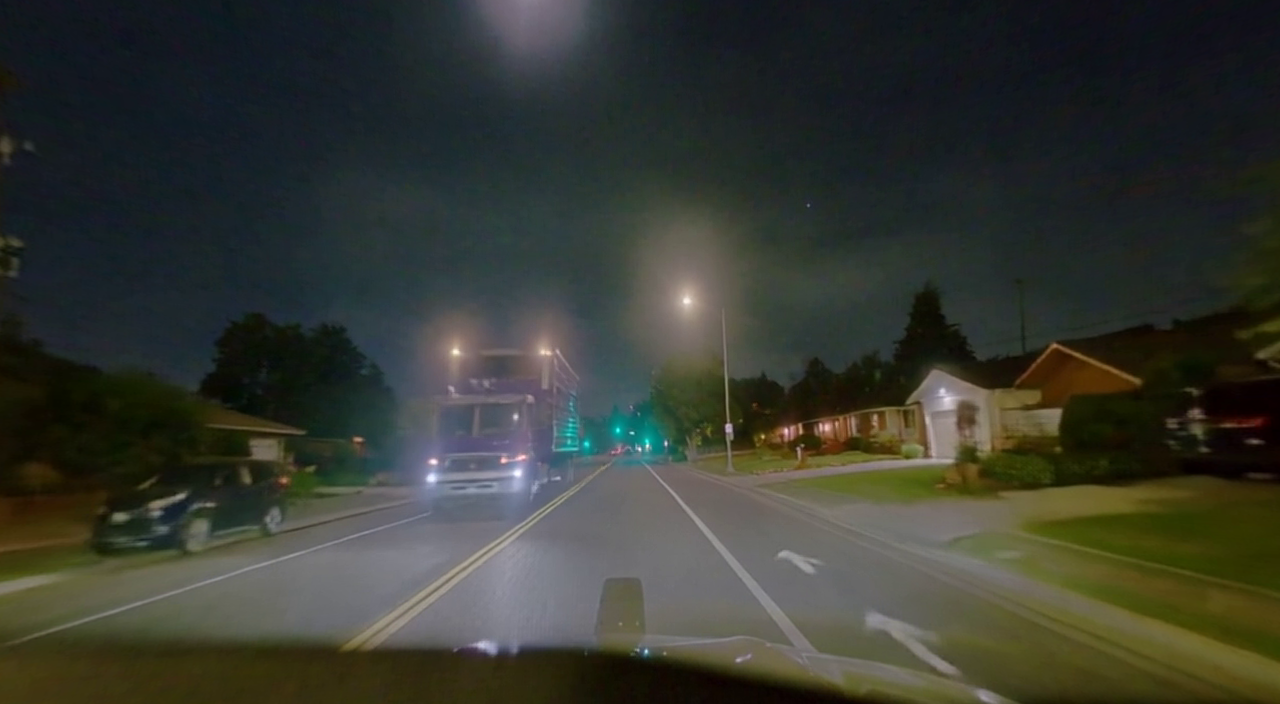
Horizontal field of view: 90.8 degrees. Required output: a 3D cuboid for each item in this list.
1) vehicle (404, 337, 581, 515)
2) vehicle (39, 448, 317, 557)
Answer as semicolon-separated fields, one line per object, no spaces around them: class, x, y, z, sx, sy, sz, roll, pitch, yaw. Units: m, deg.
vehicle;-3.887;2.474;20.006;3.133;4.112;10.695;0;-9;-1
vehicle;-8.878;2.851;12.863;2.119;1.775;4.643;0;-9;0
